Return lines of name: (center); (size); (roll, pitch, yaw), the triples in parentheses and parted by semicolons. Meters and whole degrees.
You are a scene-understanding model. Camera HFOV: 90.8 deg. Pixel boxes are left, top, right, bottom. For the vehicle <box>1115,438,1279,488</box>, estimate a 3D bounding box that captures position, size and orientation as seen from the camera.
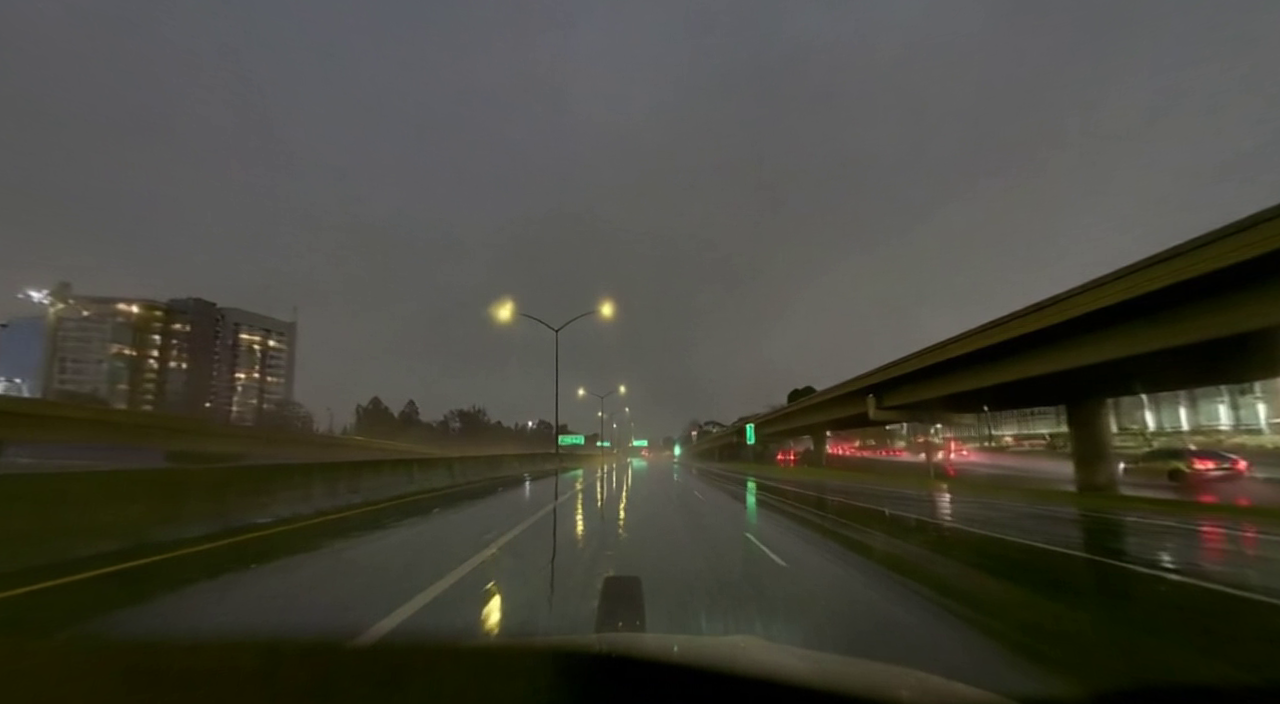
vehicle: (18.543, 3.613, 20.912); (2.059, 1.457, 4.537); (0, -8, 0)
